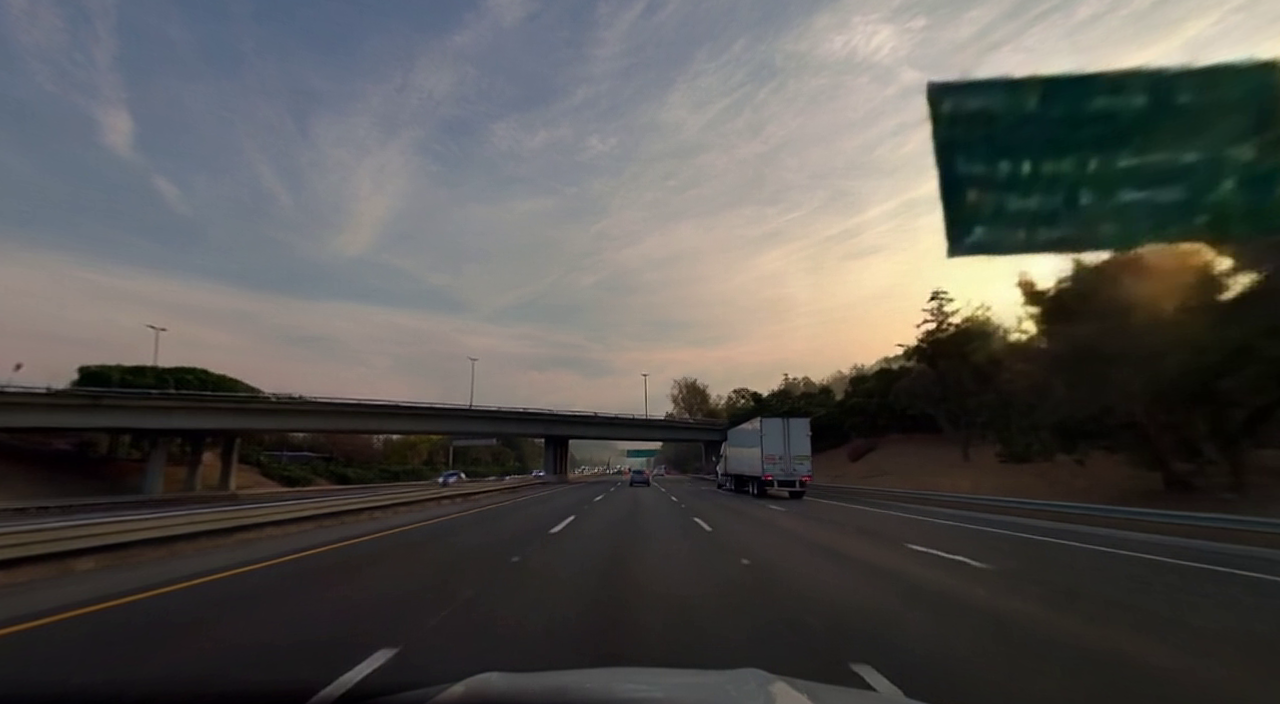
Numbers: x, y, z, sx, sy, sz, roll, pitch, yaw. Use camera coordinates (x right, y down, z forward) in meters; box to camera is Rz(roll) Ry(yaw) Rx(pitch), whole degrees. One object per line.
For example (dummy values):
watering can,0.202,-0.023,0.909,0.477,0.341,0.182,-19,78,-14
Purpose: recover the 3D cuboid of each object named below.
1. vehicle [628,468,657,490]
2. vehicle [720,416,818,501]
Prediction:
vehicle,0.141,9.284,46.211,2.029,1.459,3.684,1,-11,-1
vehicle,7.103,6.409,37.444,2.926,4.073,13.836,1,-10,0
